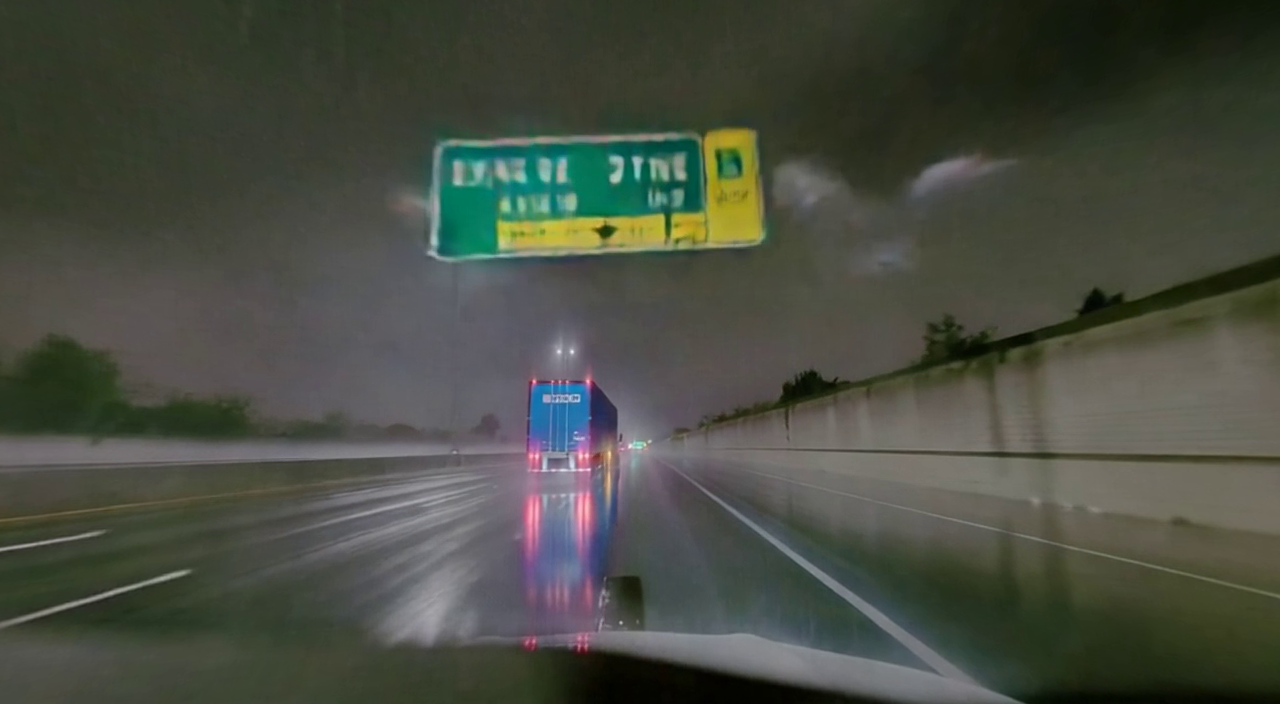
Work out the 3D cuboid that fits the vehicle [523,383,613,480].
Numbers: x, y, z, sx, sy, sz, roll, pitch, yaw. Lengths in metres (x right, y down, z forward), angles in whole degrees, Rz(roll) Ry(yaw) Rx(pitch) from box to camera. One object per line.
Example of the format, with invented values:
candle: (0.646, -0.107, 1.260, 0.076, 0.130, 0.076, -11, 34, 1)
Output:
vehicle: (-3.164, 4.089, 31.374, 3.059, 3.956, 11.036, 0, -9, 1)
